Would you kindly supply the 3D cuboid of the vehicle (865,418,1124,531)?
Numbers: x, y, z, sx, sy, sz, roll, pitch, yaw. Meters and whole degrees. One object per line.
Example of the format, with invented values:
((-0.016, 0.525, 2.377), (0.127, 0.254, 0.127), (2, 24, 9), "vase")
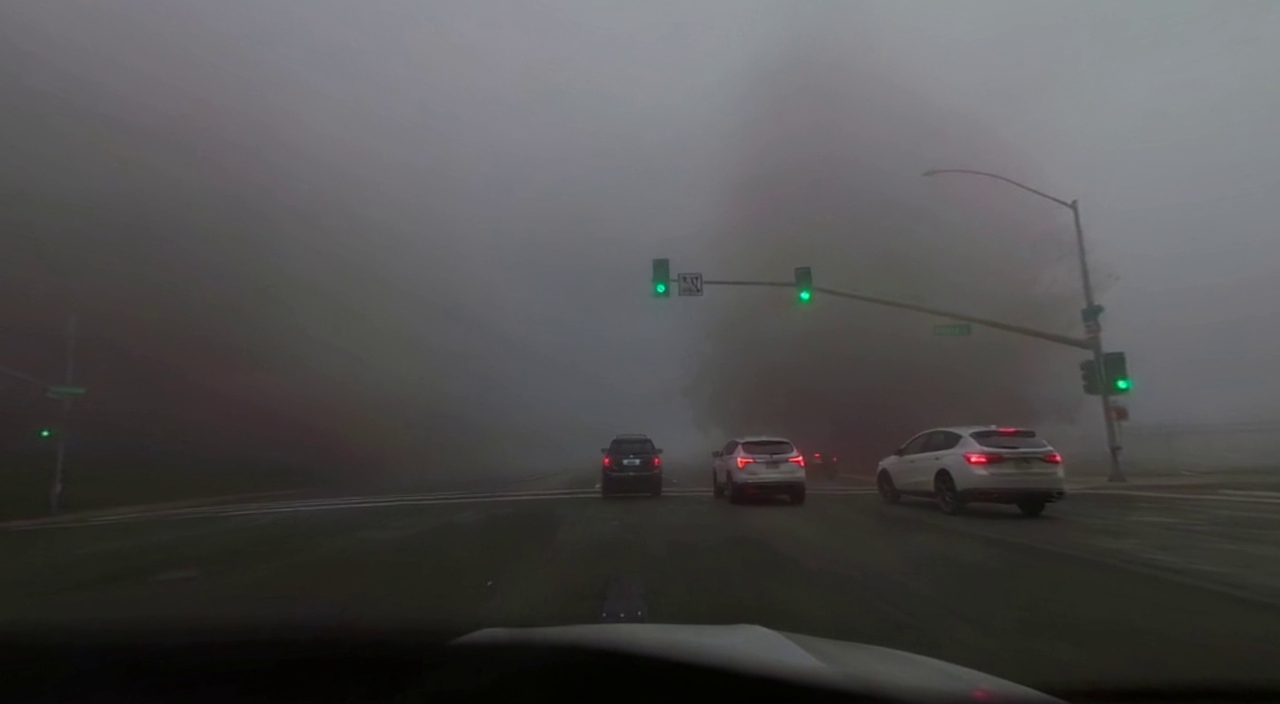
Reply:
((6.947, 2.470, 13.383), (2.251, 1.873, 5.346), (0, -9, -2), "vehicle")

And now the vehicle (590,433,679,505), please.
((-0.193, 3.415, 18.850), (2.353, 1.894, 4.122), (0, -9, -1), "vehicle")

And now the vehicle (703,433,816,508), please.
((3.155, 3.271, 17.955), (2.057, 1.788, 5.216), (0, -9, -2), "vehicle")
